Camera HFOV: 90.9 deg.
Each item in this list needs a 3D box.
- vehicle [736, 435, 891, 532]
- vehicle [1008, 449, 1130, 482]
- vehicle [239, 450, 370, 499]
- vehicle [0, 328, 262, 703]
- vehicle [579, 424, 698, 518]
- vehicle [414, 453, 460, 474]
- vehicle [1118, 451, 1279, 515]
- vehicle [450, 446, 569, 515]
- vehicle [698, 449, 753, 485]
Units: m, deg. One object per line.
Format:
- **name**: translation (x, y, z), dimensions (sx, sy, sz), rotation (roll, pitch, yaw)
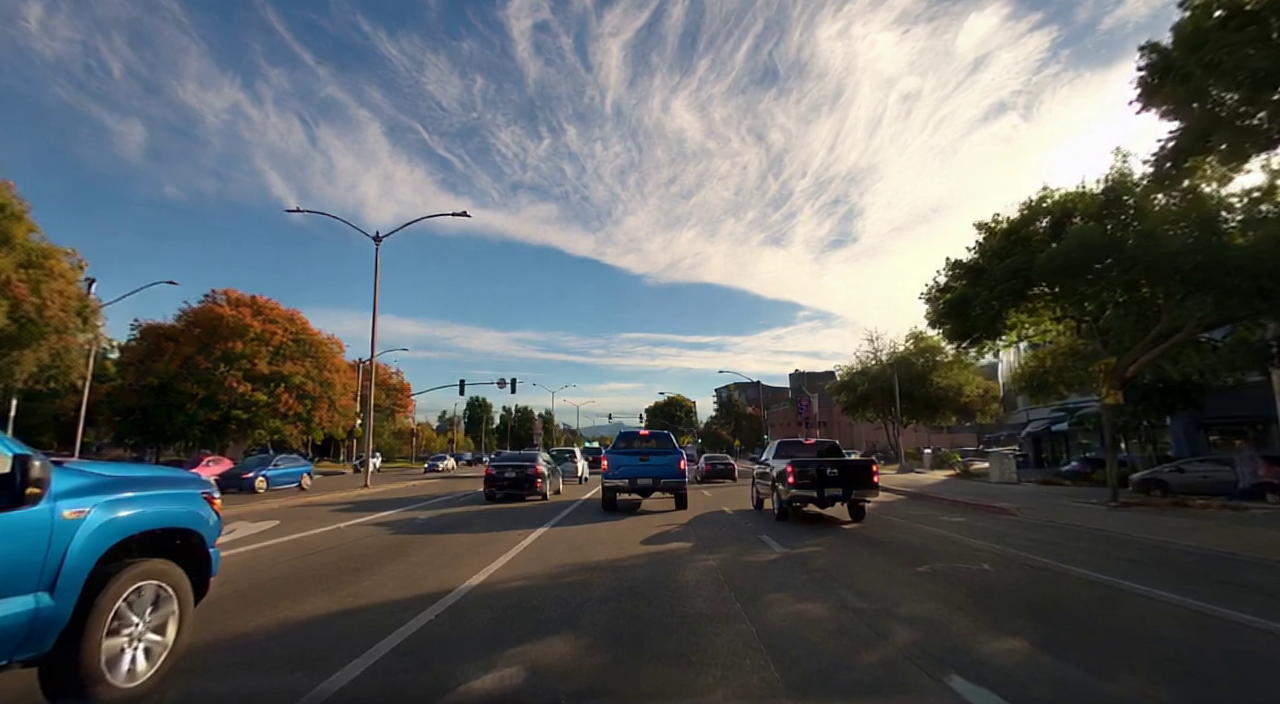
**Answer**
- **vehicle**: translation (3.309, 2.569, 12.965), dimensions (1.955, 1.628, 4.152), rotation (0, -8, 0)
- **vehicle**: translation (22.286, 5.867, 33.028), dimensions (2.003, 1.515, 4.939), rotation (3, -9, -20)
- **vehicle**: translation (-11.552, 4.213, 22.139), dimensions (1.968, 1.487, 4.676), rotation (0, -8, 1)
- **vehicle**: translation (-3.466, 0.682, 1.656), dimensions (1.994, 1.759, 4.709), rotation (0, -8, 0)
- **vehicle**: translation (-0.028, 2.861, 15.736), dimensions (2.493, 1.934, 4.957), rotation (0, -8, 0)
- **vehicle**: translation (-15.184, 8.364, 47.394), dimensions (1.932, 1.449, 4.545), rotation (0, -8, 1)
- **vehicle**: translation (17.447, 3.905, 19.368), dimensions (1.940, 1.500, 4.748), rotation (-2, -7, 3)
- **vehicle**: translation (-3.092, 3.120, 15.948), dimensions (1.986, 1.465, 4.509), rotation (0, -8, 1)
- **vehicle**: translation (3.845, 5.234, 29.072), dimensions (1.968, 1.472, 4.456), rotation (0, -8, 0)
